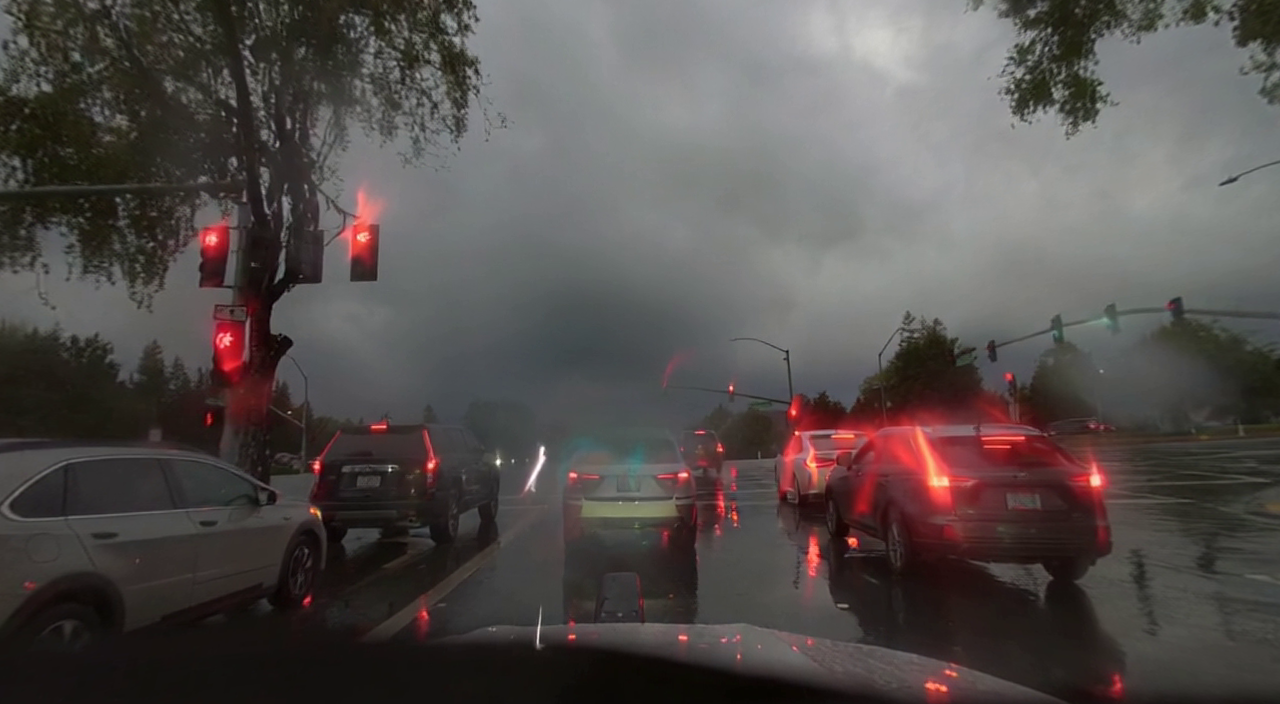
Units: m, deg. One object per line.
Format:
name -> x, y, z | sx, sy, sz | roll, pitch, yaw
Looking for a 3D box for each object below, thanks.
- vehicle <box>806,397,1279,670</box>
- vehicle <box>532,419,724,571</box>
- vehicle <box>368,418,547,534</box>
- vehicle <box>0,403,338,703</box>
vehicle -> 3.223, 1.439, 6.174 | 2.006, 1.659, 4.462 | 0, -8, 0
vehicle -> -0.104, 1.848, 8.873 | 2.106, 1.655, 3.717 | 0, -8, 1
vehicle -> -3.203, 2.277, 12.208 | 2.048, 1.805, 4.405 | 0, -8, 1
vehicle -> -3.350, 0.974, 2.555 | 1.863, 1.495, 4.667 | 0, -8, 1
